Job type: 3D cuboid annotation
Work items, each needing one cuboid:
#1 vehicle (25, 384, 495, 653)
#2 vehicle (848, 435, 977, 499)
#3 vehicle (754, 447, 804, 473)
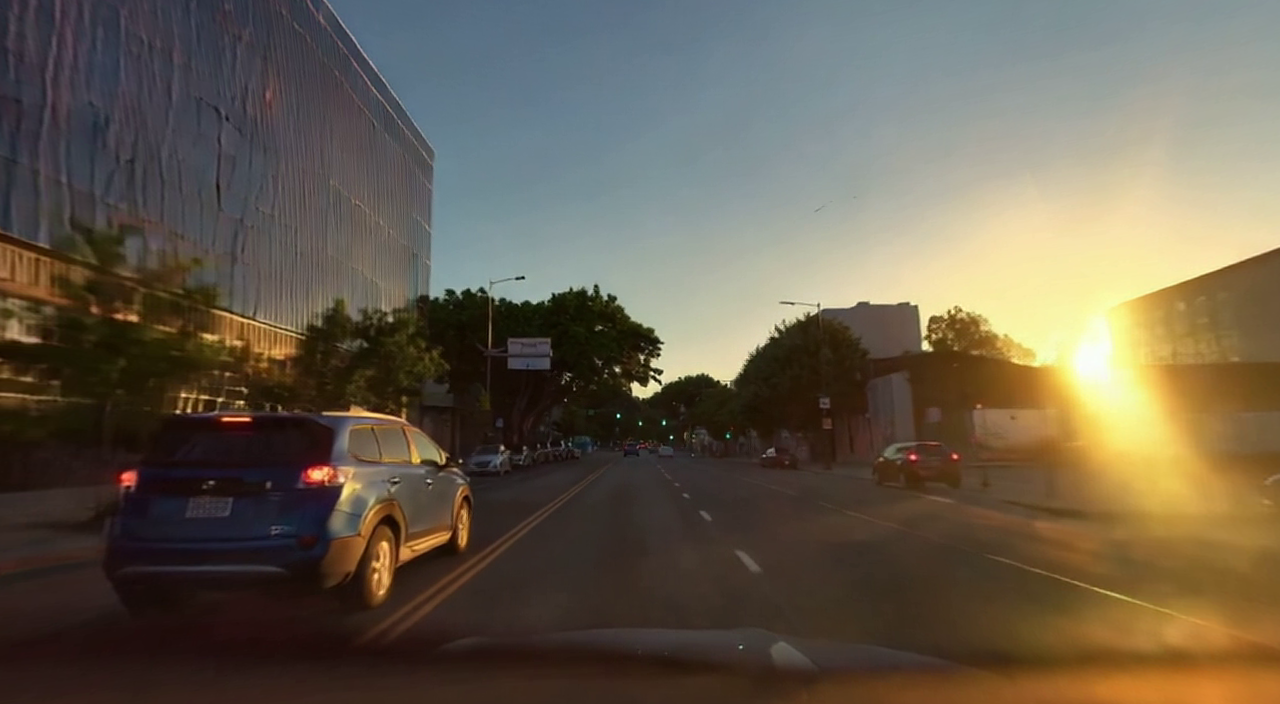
[{"bbox_3d":[-3.010,1.404,6.411,2.002,1.756,4.366,0,-8,1],"label":"vehicle"},{"bbox_3d":[9.253,3.925,22.130,2.129,1.929,5.537,0,-8,1],"label":"vehicle"},{"bbox_3d":[8.722,6.772,39.984,1.954,1.478,4.625,0,-8,-2],"label":"vehicle"}]
